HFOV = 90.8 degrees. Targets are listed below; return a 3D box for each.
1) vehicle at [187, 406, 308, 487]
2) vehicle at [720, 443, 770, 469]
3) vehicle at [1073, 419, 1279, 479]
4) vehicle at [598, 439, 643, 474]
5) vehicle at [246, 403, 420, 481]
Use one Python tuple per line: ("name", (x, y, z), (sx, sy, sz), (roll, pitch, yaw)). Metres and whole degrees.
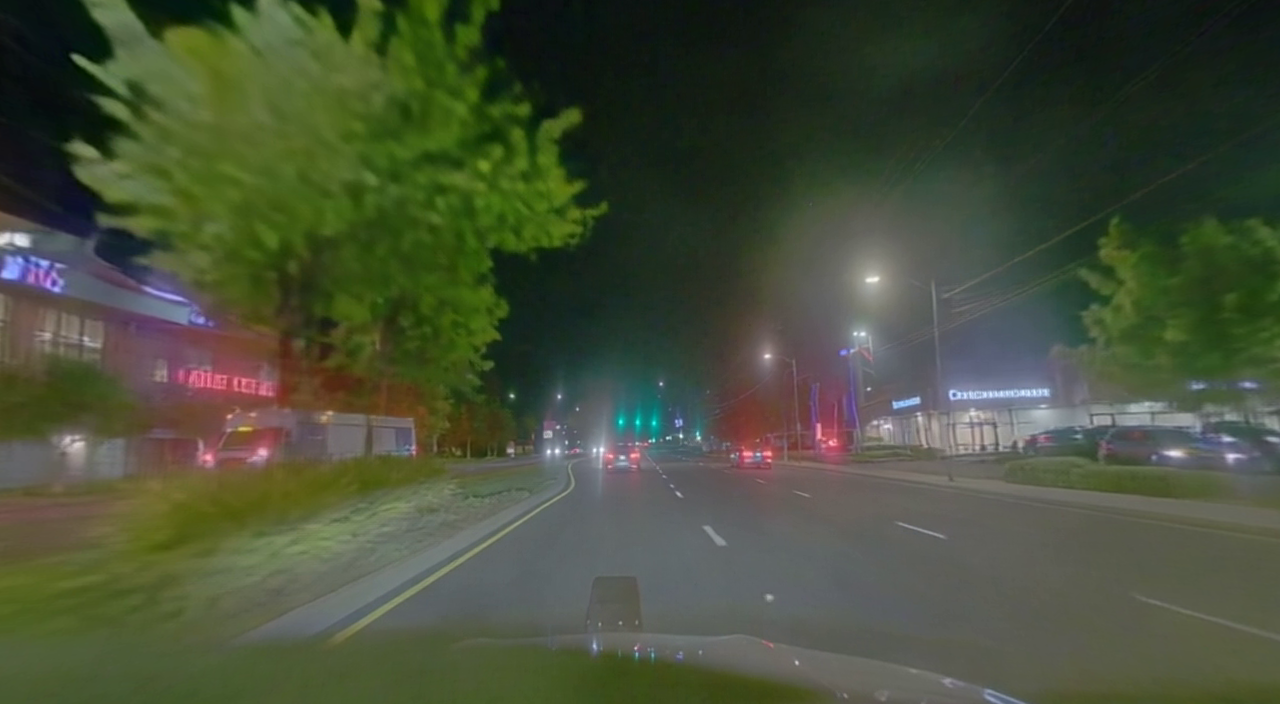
("vehicle", (-19.553, 4.724, 31.813), (2.986, 3.786, 4.453), (0, -8, 1))
("vehicle", (6.385, 6.387, 39.083), (2.075, 1.475, 4.571), (0, -8, -3))
("vehicle", (19.231, 3.429, 22.399), (5.909, 1.970, 2.365), (0, -8, 0))
("vehicle", (-1.044, 5.121, 31.214), (2.072, 1.545, 4.578), (0, -8, -4))
("vehicle", (-19.414, 6.076, 42.345), (3.133, 4.167, 16.699), (0, -8, 1))
